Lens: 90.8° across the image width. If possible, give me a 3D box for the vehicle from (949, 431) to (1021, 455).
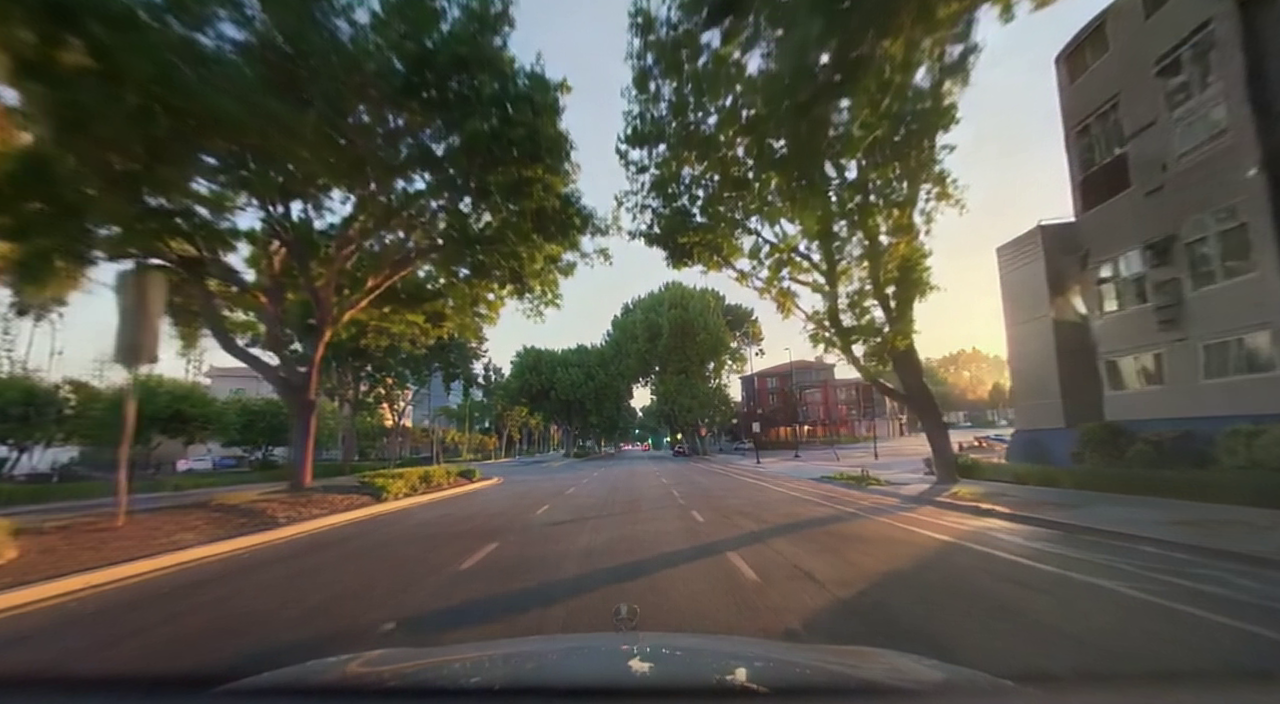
[{"bbox_3d":[22.197,5.923,40.864,1.834,1.444,4.703,0,-8,-2],"label":"vehicle"}]
